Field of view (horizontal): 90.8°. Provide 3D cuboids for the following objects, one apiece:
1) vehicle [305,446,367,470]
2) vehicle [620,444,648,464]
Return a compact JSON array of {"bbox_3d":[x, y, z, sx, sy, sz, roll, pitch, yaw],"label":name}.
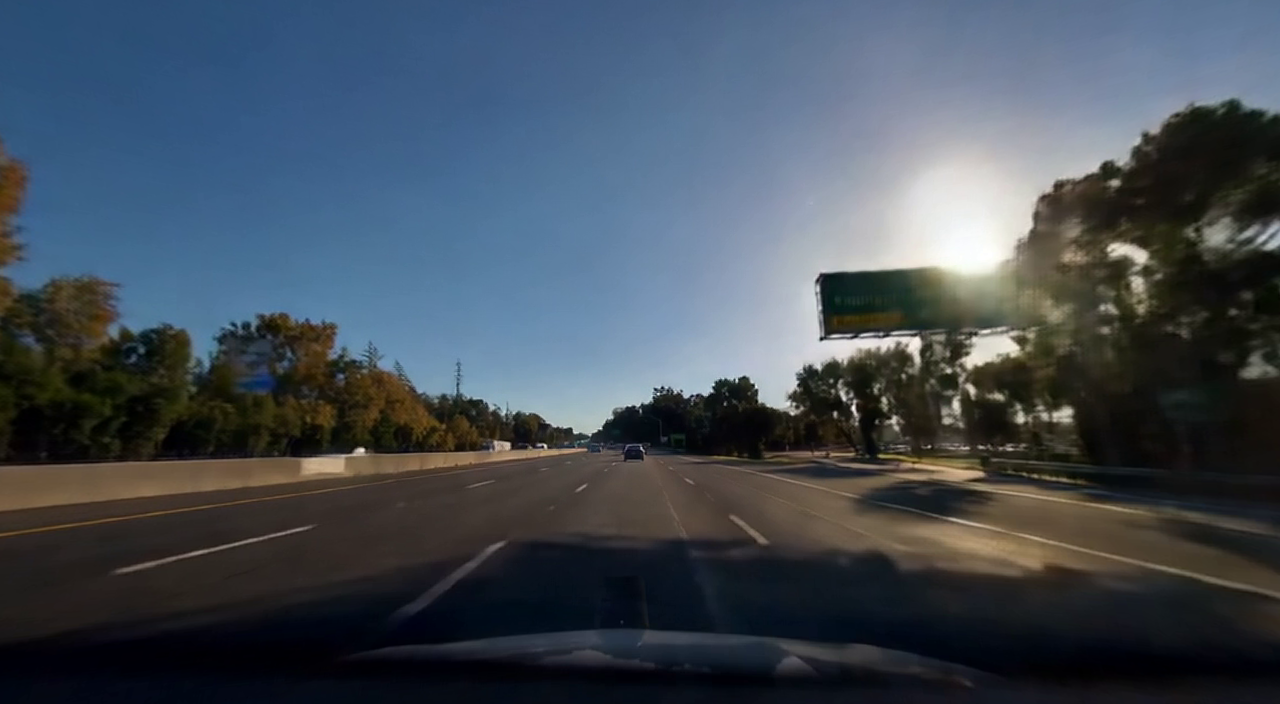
[{"bbox_3d":[-21.076,7.339,44.031,1.959,1.530,4.569,0,-8,1],"label":"vehicle"},{"bbox_3d":[-0.454,7.818,48.565,2.025,1.460,4.189,0,-8,-1],"label":"vehicle"}]
